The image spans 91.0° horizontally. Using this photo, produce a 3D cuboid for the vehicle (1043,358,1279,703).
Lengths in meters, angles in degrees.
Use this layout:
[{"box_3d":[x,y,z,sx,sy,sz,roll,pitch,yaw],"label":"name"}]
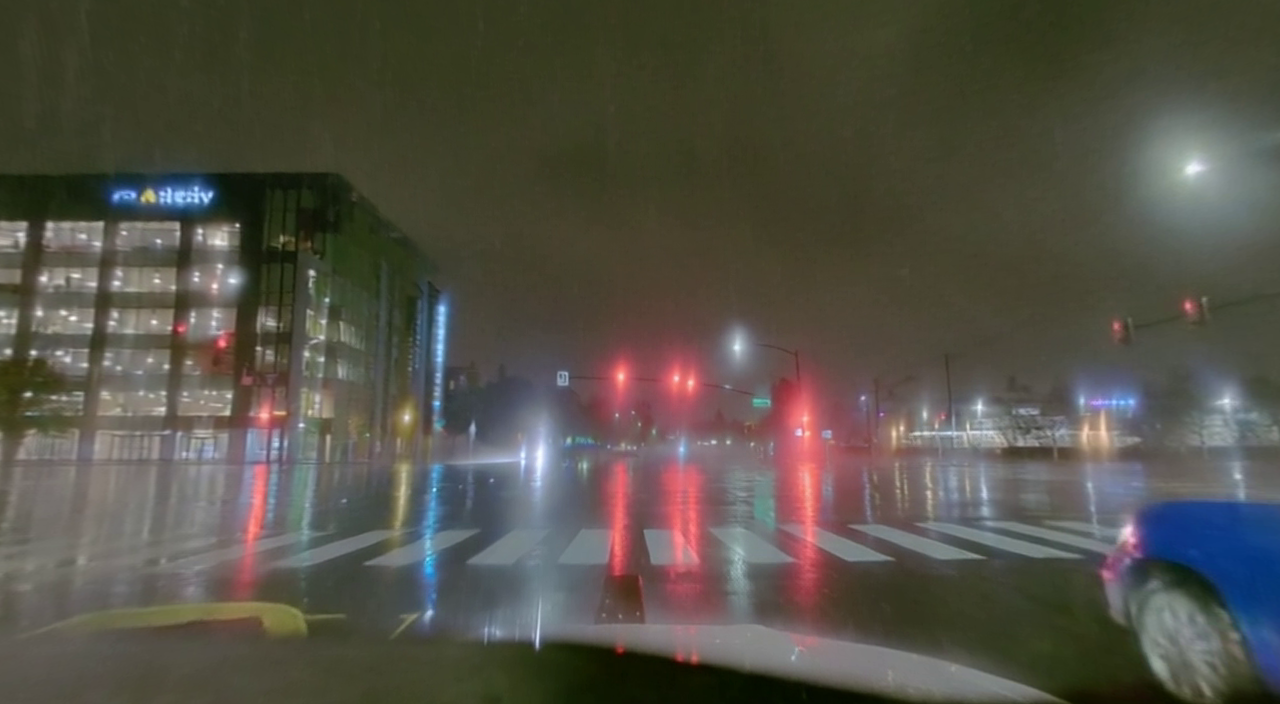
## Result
[{"box_3d":[3.443,0.730,1.608,2.067,1.625,4.073,0,-8,0],"label":"vehicle"}]
